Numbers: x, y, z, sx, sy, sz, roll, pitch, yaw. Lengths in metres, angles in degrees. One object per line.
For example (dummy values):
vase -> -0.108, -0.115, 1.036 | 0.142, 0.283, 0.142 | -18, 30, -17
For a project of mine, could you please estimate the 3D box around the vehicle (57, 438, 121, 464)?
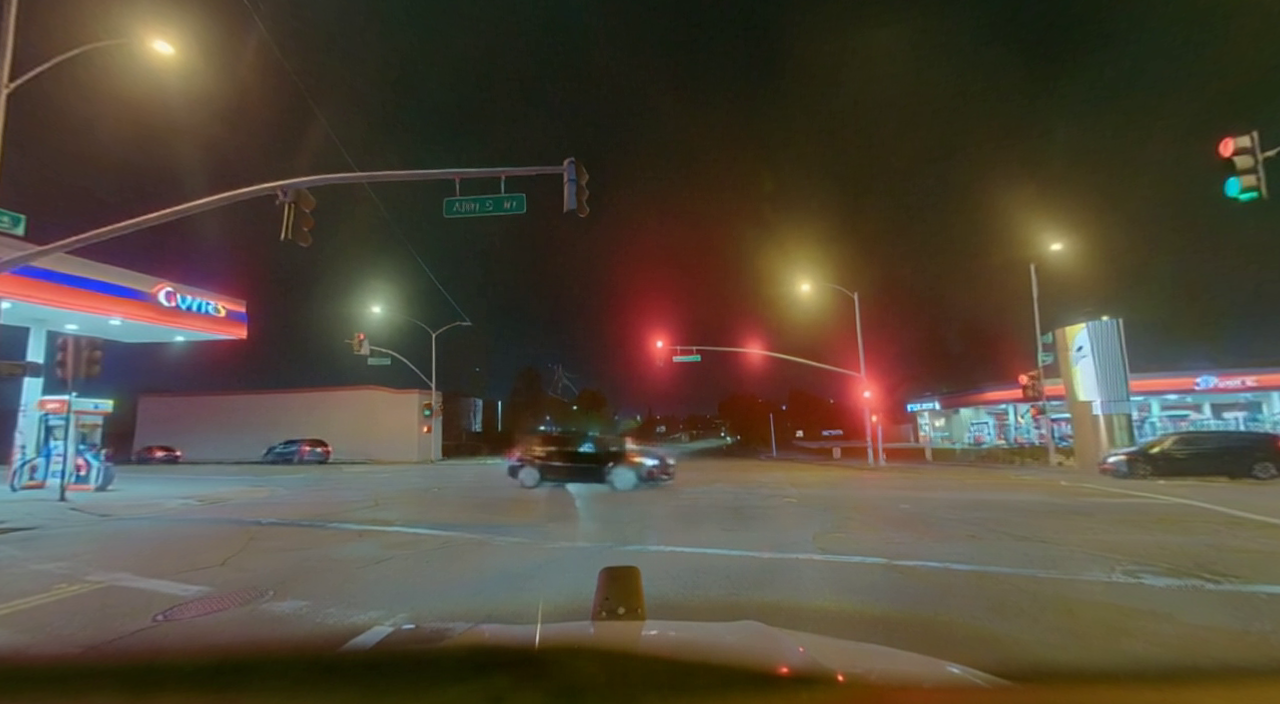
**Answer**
vehicle -> -39.963, 7.172, 45.796 | 4.311, 1.742, 1.864 | -5, -9, 27

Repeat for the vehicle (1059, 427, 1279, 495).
vehicle -> 13.304, 2.628, 15.479 | 4.681, 1.495, 2.096 | -4, -9, 23

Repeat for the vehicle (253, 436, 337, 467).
vehicle -> -19.436, 5.590, 35.596 | 4.562, 1.676, 1.819 | -5, -9, 27

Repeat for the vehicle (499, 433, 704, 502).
vehicle -> -0.981, 2.763, 15.463 | 4.670, 1.458, 1.959 | -5, -10, 30

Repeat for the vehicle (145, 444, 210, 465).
vehicle -> -34.302, 7.562, 46.828 | 4.801, 1.466, 1.830 | -5, -9, 27

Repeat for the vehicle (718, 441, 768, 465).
vehicle -> 6.580, 6.525, 41.019 | 1.831, 1.467, 4.792 | 1, -8, -8
